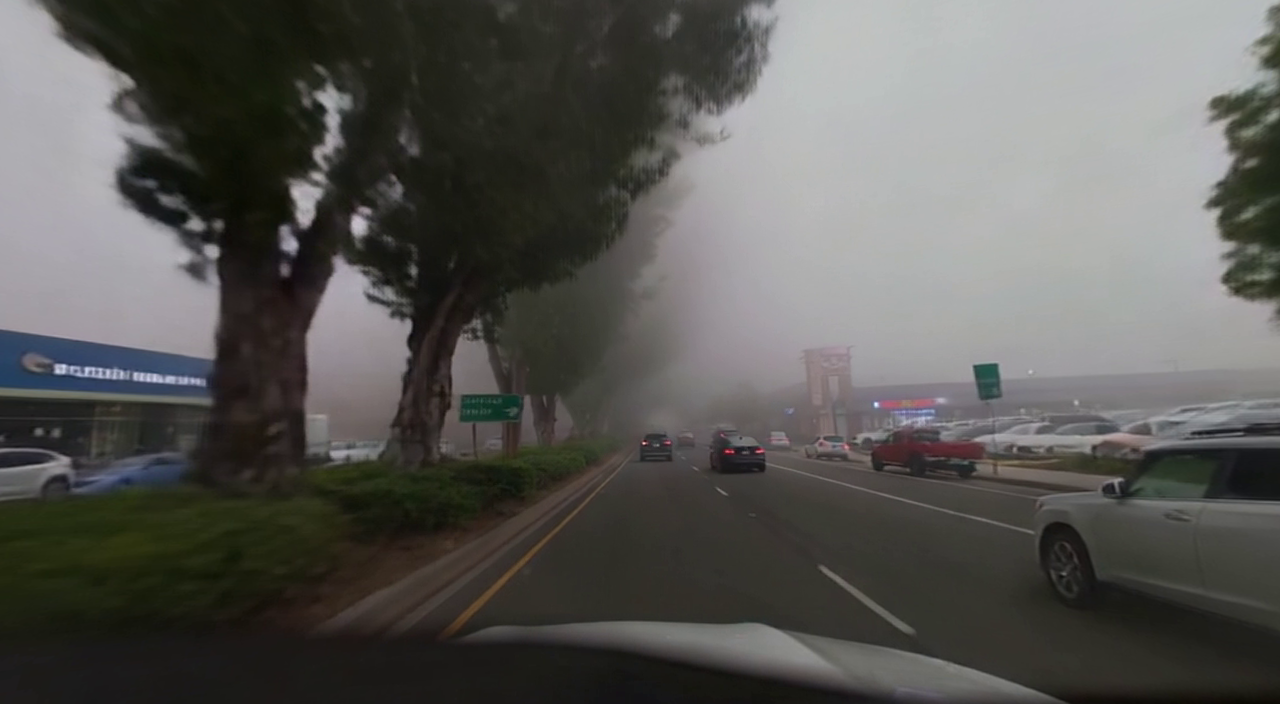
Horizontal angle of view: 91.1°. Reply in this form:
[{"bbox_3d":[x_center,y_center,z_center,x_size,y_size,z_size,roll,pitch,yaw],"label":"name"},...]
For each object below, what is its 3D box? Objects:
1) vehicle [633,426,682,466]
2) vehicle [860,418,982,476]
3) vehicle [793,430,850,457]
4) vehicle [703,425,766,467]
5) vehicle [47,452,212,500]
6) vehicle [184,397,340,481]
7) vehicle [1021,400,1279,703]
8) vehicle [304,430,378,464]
[{"bbox_3d":[0.804,4.330,28.975,2.098,1.682,3.778,0,-8,1],"label":"vehicle"},{"bbox_3d":[10.725,3.703,24.546,2.318,1.974,5.282,0,-8,0],"label":"vehicle"},{"bbox_3d":[11.235,5.731,39.235,2.110,1.535,4.506,0,-8,-1],"label":"vehicle"},{"bbox_3d":[4.078,4.164,27.848,2.115,1.692,4.189,0,-8,0],"label":"vehicle"},{"bbox_3d":[-18.625,4.504,23.325,1.883,1.488,5.224,0,-8,-2],"label":"vehicle"},{"bbox_3d":[-18.302,4.350,31.181,2.811,3.604,7.566,-1,-8,1],"label":"vehicle"},{"bbox_3d":[3.811,0.890,2.399,1.908,1.463,4.506,0,-8,1],"label":"vehicle"},{"bbox_3d":[-18.295,5.880,38.797,1.948,1.965,5.421,0,-9,-1],"label":"vehicle"}]
